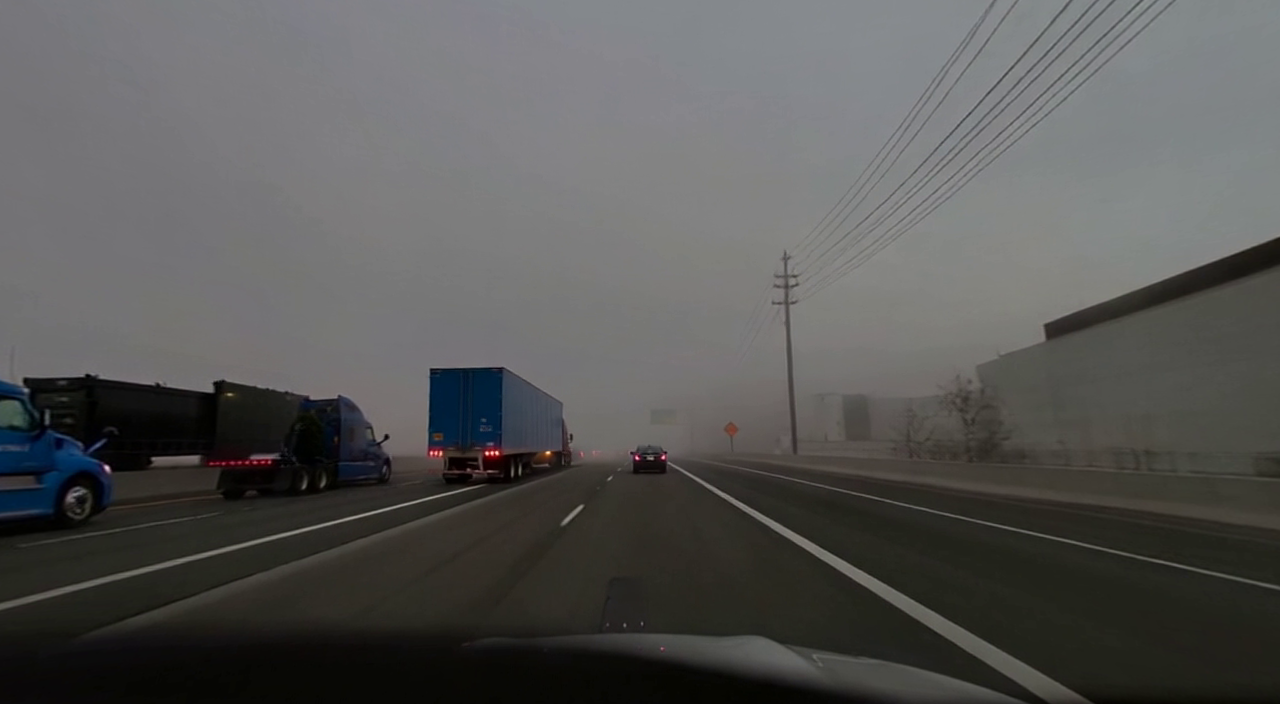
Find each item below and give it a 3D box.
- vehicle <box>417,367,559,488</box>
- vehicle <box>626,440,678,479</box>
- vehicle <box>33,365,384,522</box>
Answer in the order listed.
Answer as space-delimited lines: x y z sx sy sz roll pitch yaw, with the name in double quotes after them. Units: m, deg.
-6.118 3.677 29.095 2.907 4.081 15.311 0 -8 0 "vehicle"
0.445 4.600 27.236 2.055 1.514 4.323 0 -8 -1 "vehicle"
-10.546 2.519 17.415 2.896 3.140 9.491 0 -8 0 "vehicle"
